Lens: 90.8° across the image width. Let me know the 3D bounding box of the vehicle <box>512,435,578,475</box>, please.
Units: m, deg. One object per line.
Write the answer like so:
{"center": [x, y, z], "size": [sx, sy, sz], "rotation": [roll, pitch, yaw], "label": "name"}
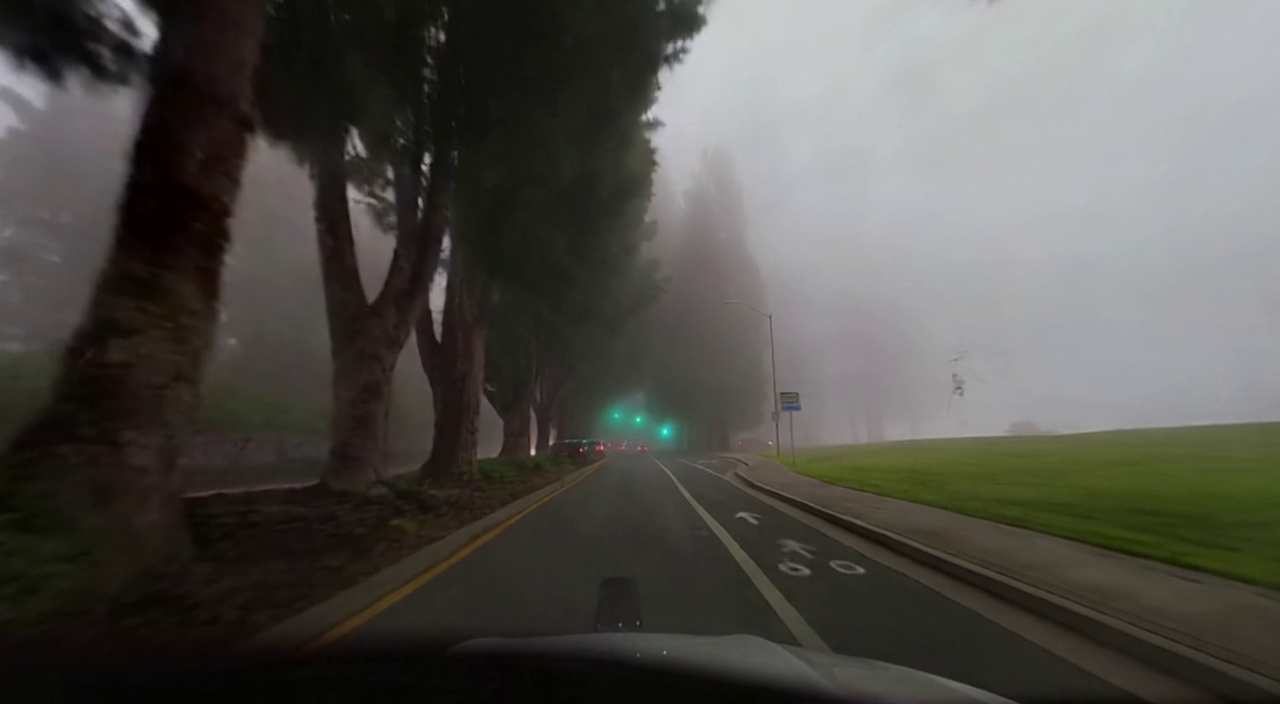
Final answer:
{"center": [-3.649, 4.045, 24.995], "size": [1.932, 1.431, 4.144], "rotation": [0, -8, 1], "label": "vehicle"}
